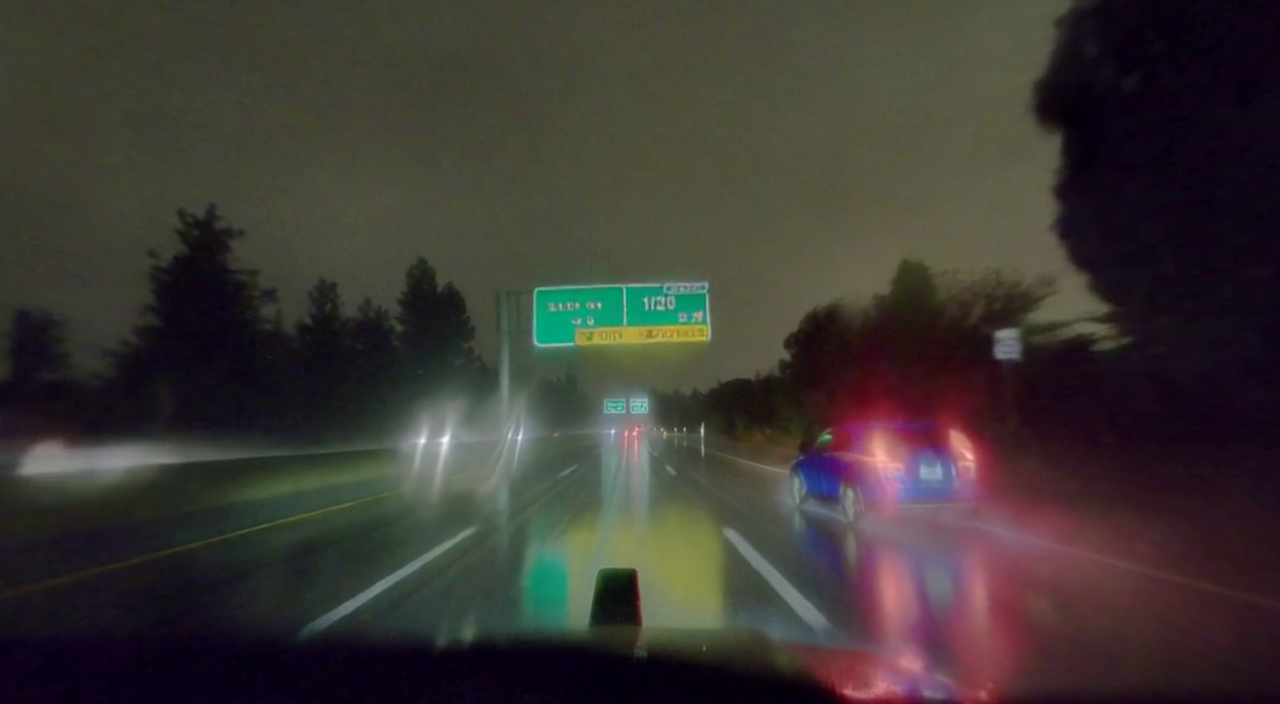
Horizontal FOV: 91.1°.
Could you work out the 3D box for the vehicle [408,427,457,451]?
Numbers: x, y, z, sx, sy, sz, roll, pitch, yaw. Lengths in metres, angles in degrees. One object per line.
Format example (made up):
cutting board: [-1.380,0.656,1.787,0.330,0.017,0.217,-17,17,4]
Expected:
vehicle: [-13.727,5.795,41.850,1.890,1.543,4.201,0,-8,-1]

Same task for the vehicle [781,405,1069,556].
vehicle: [3.438,1.610,8.605,1.973,1.563,3.959,0,-8,-2]
